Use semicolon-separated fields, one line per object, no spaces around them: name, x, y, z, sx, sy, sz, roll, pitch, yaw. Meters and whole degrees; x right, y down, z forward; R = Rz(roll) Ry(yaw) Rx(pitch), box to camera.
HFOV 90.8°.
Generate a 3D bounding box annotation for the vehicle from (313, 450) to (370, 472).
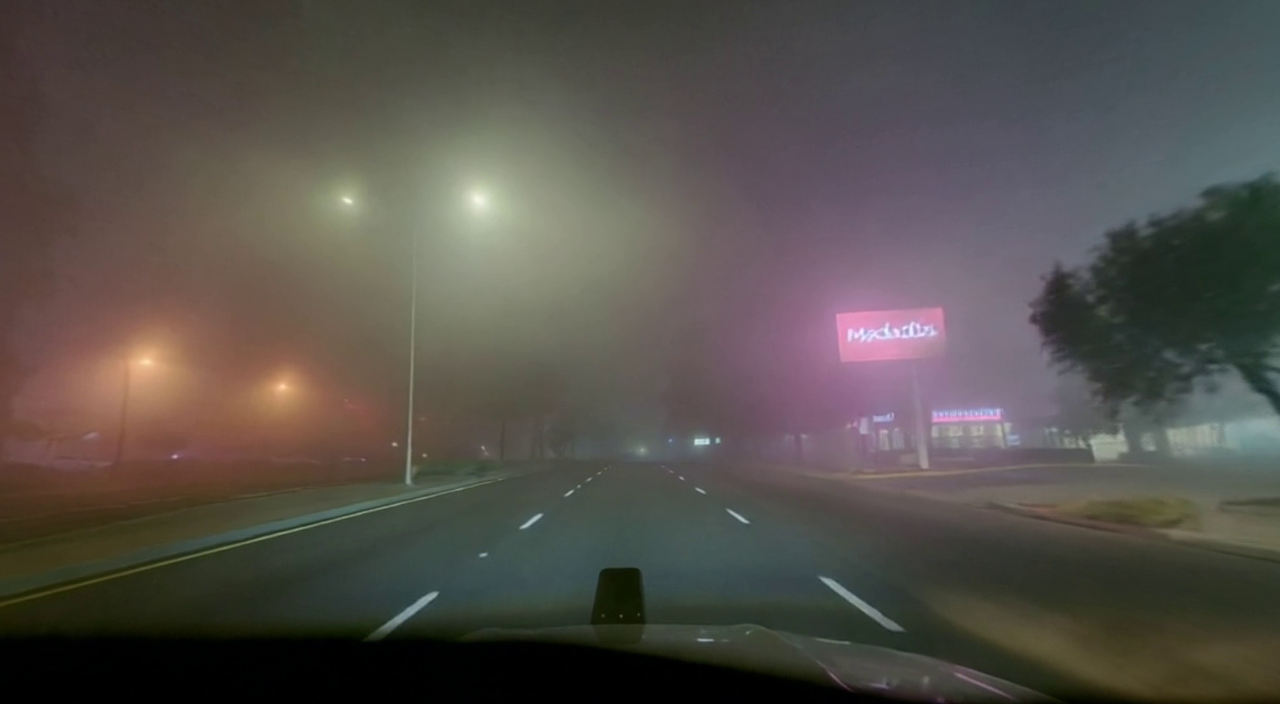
vehicle;-22.678;8.268;48.162;1.864;1.510;4.664;0;-9;2
